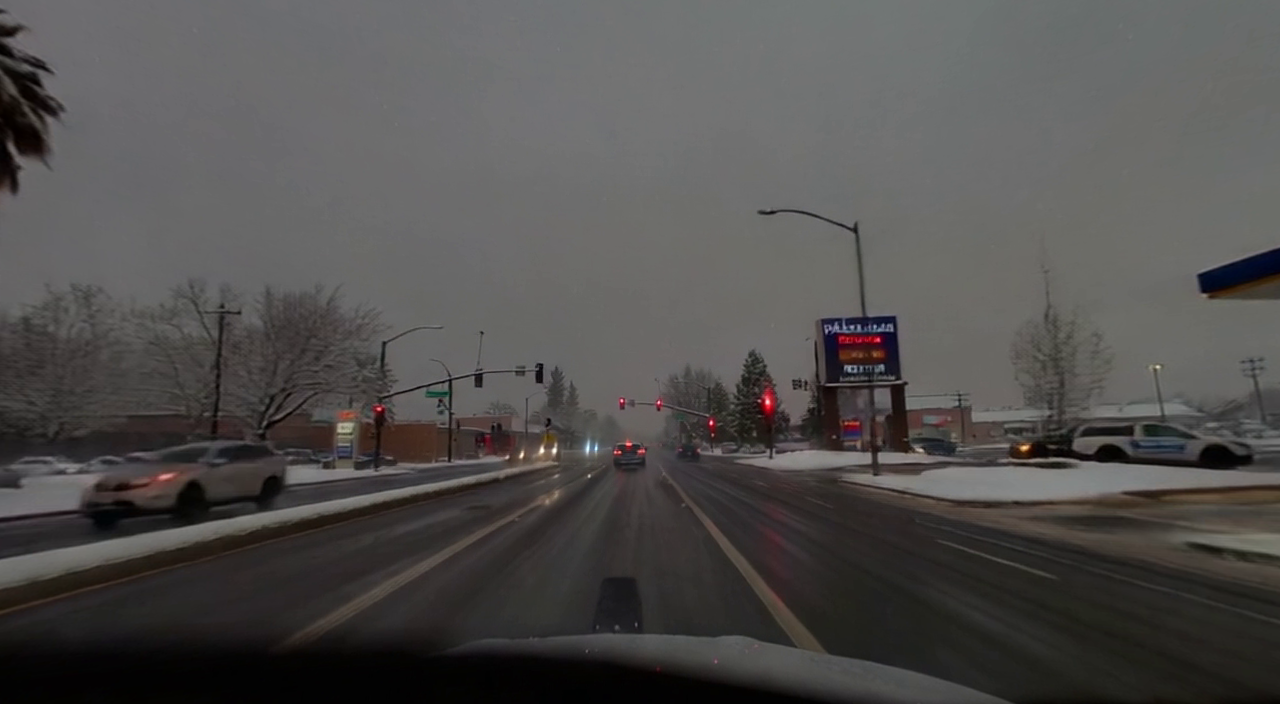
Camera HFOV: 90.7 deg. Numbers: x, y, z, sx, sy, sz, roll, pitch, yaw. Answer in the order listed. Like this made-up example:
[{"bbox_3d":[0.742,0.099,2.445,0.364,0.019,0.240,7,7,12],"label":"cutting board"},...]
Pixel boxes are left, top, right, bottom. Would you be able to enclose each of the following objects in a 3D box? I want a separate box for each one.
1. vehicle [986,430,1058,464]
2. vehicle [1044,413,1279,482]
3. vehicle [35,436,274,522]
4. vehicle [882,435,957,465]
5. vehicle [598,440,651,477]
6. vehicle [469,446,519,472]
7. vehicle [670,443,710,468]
[{"bbox_3d":[20.006,4.949,33.065,4.432,1.556,2.012,6,-11,-44],"label":"vehicle"},{"bbox_3d":[16.377,3.036,20.176,2.172,1.855,5.526,3,-9,-21],"label":"vehicle"},{"bbox_3d":[-11.569,3.027,15.678,2.098,1.766,4.787,0,-9,0],"label":"vehicle"},{"bbox_3d":[14.764,5.151,33.311,1.985,1.479,4.580,-9,-12,44],"label":"vehicle"},{"bbox_3d":[-0.641,4.694,28.078,2.160,1.508,4.319,0,-9,-1],"label":"vehicle"},{"bbox_3d":[-8.705,6.404,38.057,1.894,1.486,4.359,0,-9,0],"label":"vehicle"},{"bbox_3d":[3.054,6.466,39.720,2.060,1.471,4.168,0,-9,-1],"label":"vehicle"}]
